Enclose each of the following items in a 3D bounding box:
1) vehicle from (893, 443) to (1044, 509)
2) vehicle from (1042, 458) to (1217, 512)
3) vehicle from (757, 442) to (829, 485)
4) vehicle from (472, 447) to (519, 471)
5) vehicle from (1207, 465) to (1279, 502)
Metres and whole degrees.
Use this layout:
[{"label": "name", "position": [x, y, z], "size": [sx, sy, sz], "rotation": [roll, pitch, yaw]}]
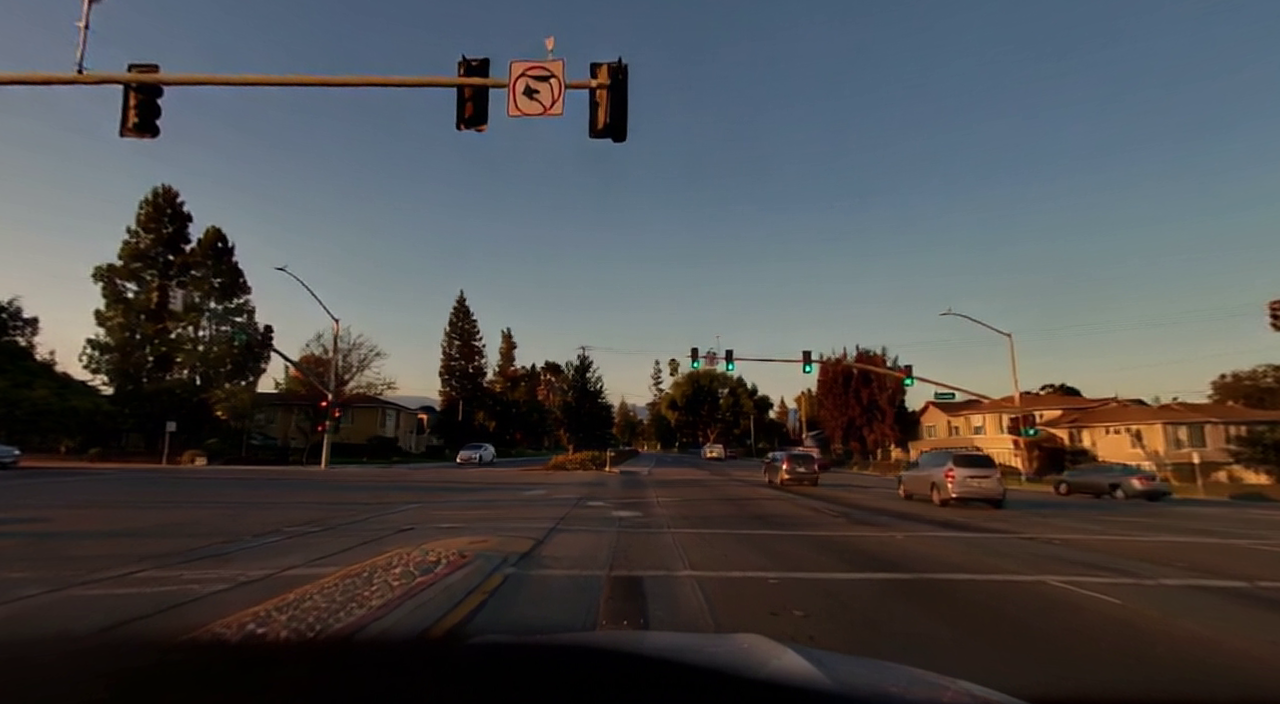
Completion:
[{"label": "vehicle", "position": [9.917, 3.749, 19.576], "size": [2.120, 1.767, 4.856], "rotation": [0, -9, 1]}, {"label": "vehicle", "position": [16.878, 4.568, 22.195], "size": [2.053, 1.589, 5.137], "rotation": [0, -9, 0]}, {"label": "vehicle", "position": [7.129, 5.238, 29.934], "size": [2.239, 1.812, 4.812], "rotation": [0, -9, 0]}, {"label": "vehicle", "position": [-9.929, 7.356, 43.599], "size": [2.039, 1.519, 4.356], "rotation": [-1, -9, 2]}, {"label": "vehicle", "position": [32.116, 6.722, 32.271], "size": [4.240, 1.728, 2.009], "rotation": [0, -9, -2]}]
